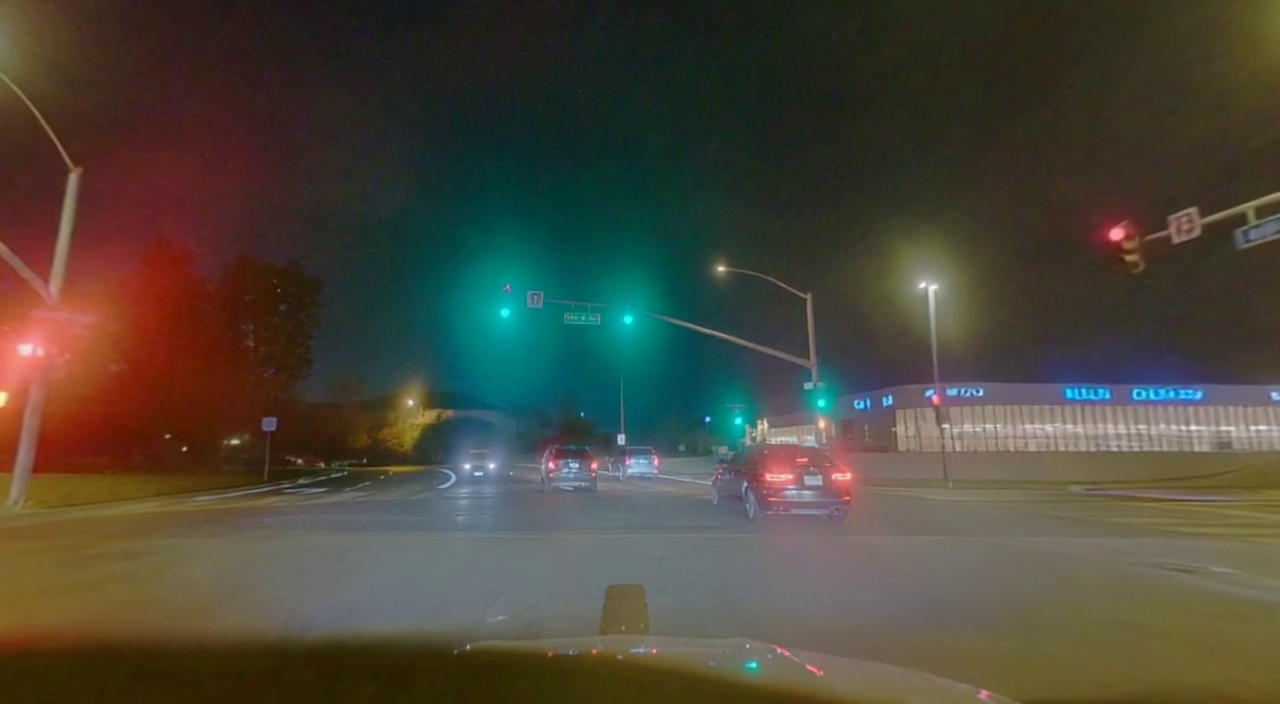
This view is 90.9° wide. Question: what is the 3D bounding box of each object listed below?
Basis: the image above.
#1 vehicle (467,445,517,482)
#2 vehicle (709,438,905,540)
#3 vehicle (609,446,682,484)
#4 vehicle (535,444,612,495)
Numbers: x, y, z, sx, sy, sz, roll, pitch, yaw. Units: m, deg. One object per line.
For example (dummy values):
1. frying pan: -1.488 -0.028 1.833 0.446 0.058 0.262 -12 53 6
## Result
1. vehicle: -6.874 5.133 29.229 2.012 1.492 4.079 3 -8 -13
2. vehicle: 2.748 2.368 11.651 1.984 1.476 4.488 1 -9 -6
3. vehicle: 0.119 4.793 27.204 1.957 1.463 4.701 2 -9 -15
4. vehicle: -2.459 4.016 22.080 2.308 1.535 4.811 2 -9 -10
